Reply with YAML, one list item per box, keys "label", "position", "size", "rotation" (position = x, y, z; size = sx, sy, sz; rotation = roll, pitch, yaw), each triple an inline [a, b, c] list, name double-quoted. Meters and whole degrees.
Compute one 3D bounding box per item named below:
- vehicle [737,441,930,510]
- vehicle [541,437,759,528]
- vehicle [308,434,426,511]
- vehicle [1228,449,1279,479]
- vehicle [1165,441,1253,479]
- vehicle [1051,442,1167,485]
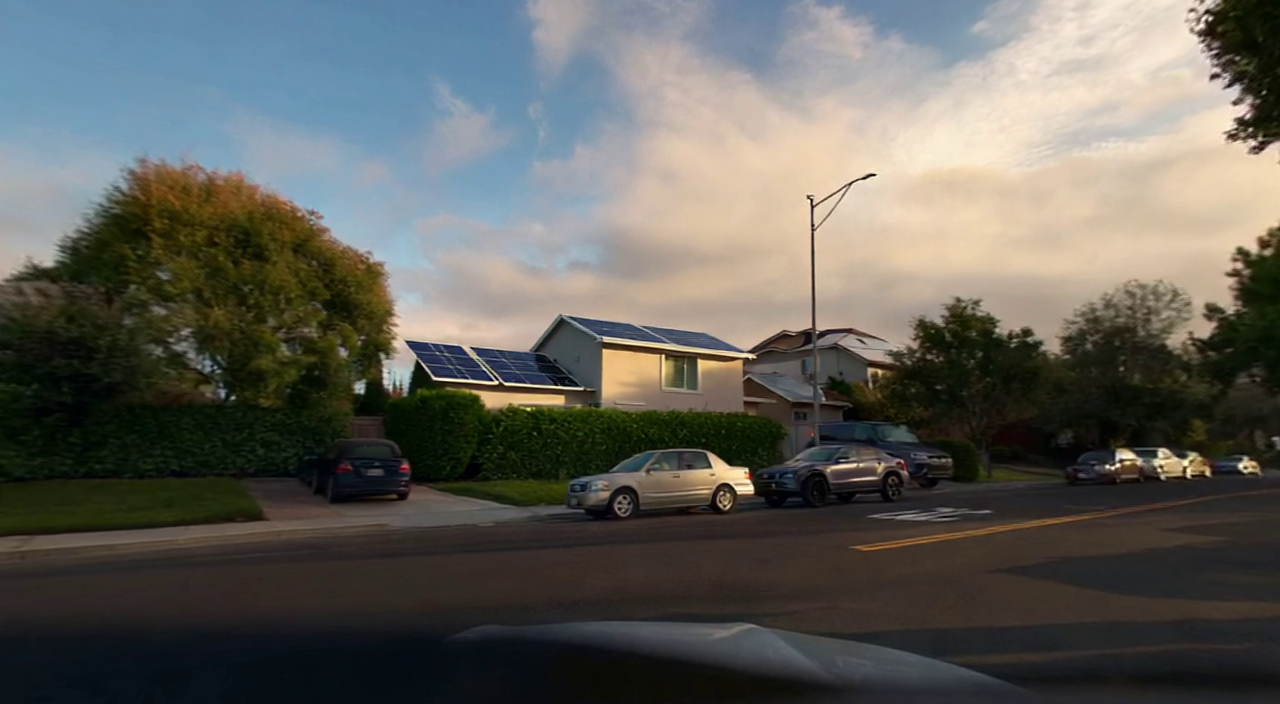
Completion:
- label: "vehicle"
  position: [4.717, 2.890, 15.164]
  size: [4.601, 1.406, 1.848]
  rotation: [5, -11, -33]
- label: "vehicle"
  position: [0.264, 2.463, 12.211]
  size: [3.838, 1.488, 1.805]
  rotation: [7, -11, -33]
- label: "vehicle"
  position: [-6.250, 2.608, 14.233]
  size: [1.876, 1.476, 3.484]
  rotation: [5, -9, -32]
- label: "vehicle"
  position: [35.504, 6.351, 35.937]
  size: [4.068, 1.470, 1.921]
  rotation: [5, -9, -35]
- label: "vehicle"
  position: [27.019, 5.131, 29.880]
  size: [4.483, 1.563, 1.818]
  rotation: [9, -12, -32]
- label: "vehicle"
  position: [17.705, 4.249, 23.722]
  size: [4.676, 1.472, 1.901]
  rotation: [7, -14, -34]
